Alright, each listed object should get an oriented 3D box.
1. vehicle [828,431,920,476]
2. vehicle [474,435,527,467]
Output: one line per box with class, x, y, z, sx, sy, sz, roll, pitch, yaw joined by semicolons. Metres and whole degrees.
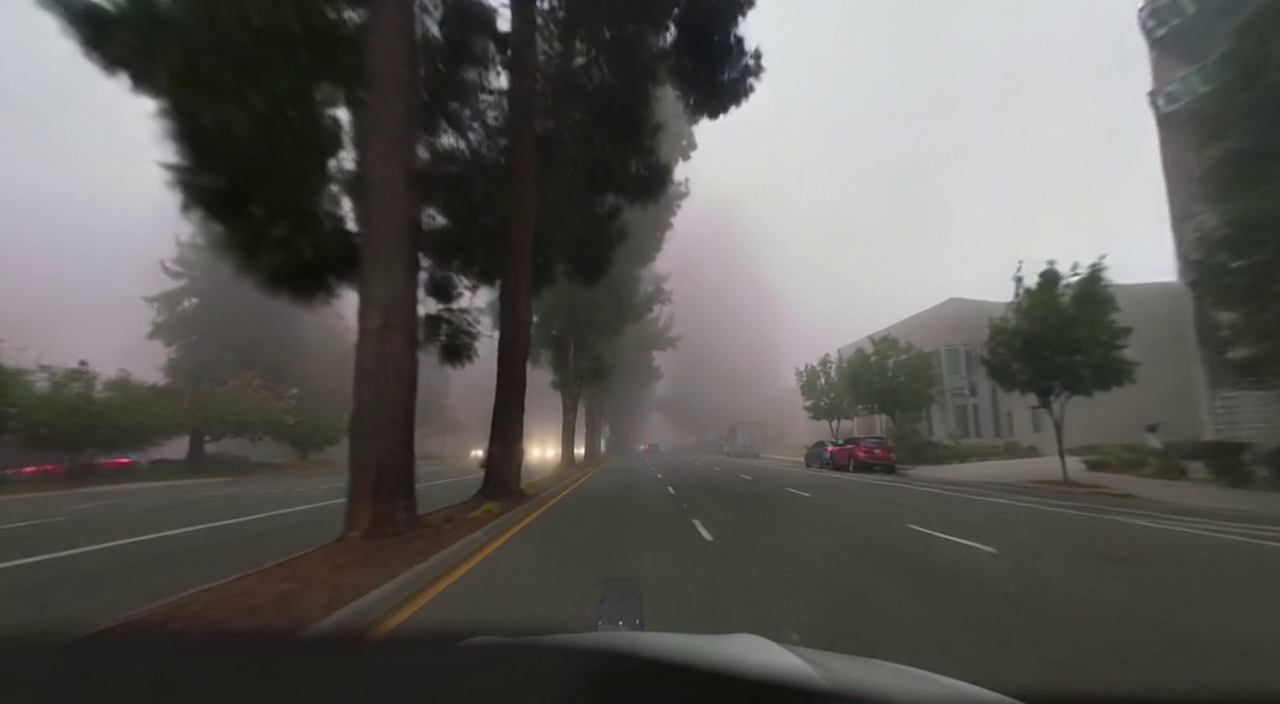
vehicle;10.180;4.455;27.954;2.043;1.761;5.022;0;-8;-1
vehicle;-8.833;6.305;40.377;2.212;1.904;4.986;-1;-8;1
